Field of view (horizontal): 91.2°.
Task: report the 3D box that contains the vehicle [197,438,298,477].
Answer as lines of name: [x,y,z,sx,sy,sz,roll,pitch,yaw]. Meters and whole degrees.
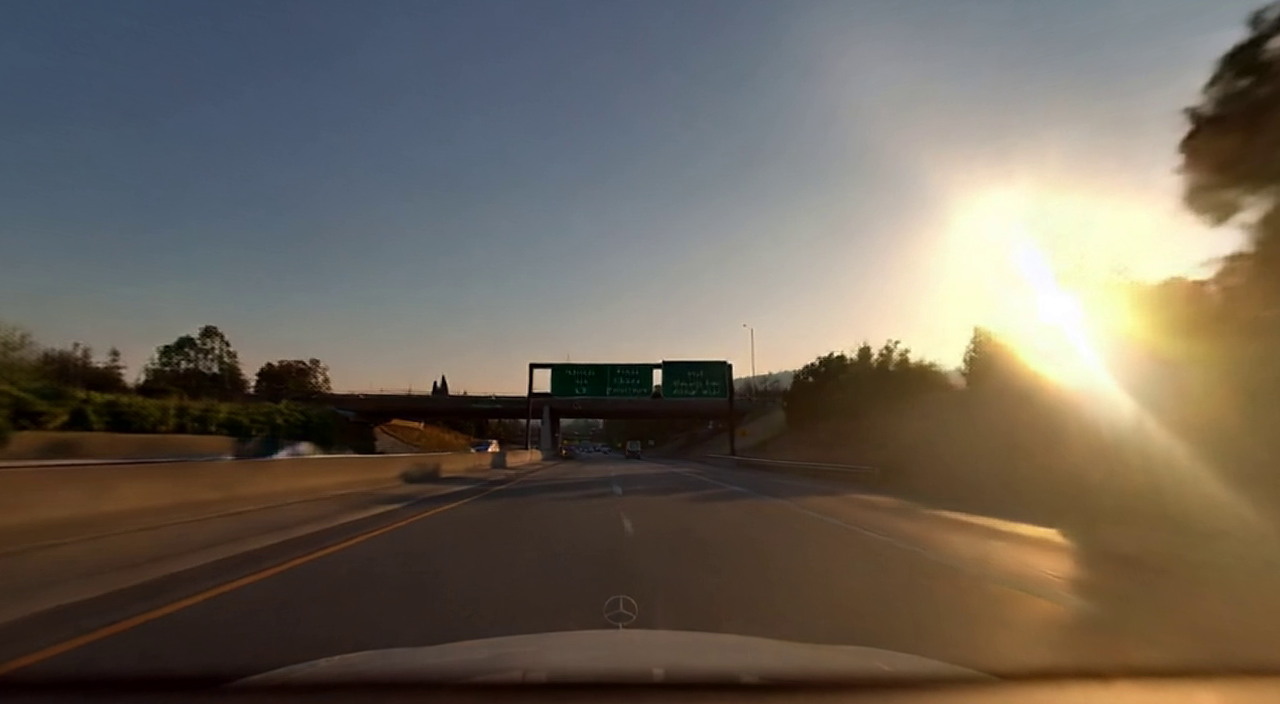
vehicle: [-16.125,4.361,26.030,1.747,1.453,4.027,0,-9,-3]
